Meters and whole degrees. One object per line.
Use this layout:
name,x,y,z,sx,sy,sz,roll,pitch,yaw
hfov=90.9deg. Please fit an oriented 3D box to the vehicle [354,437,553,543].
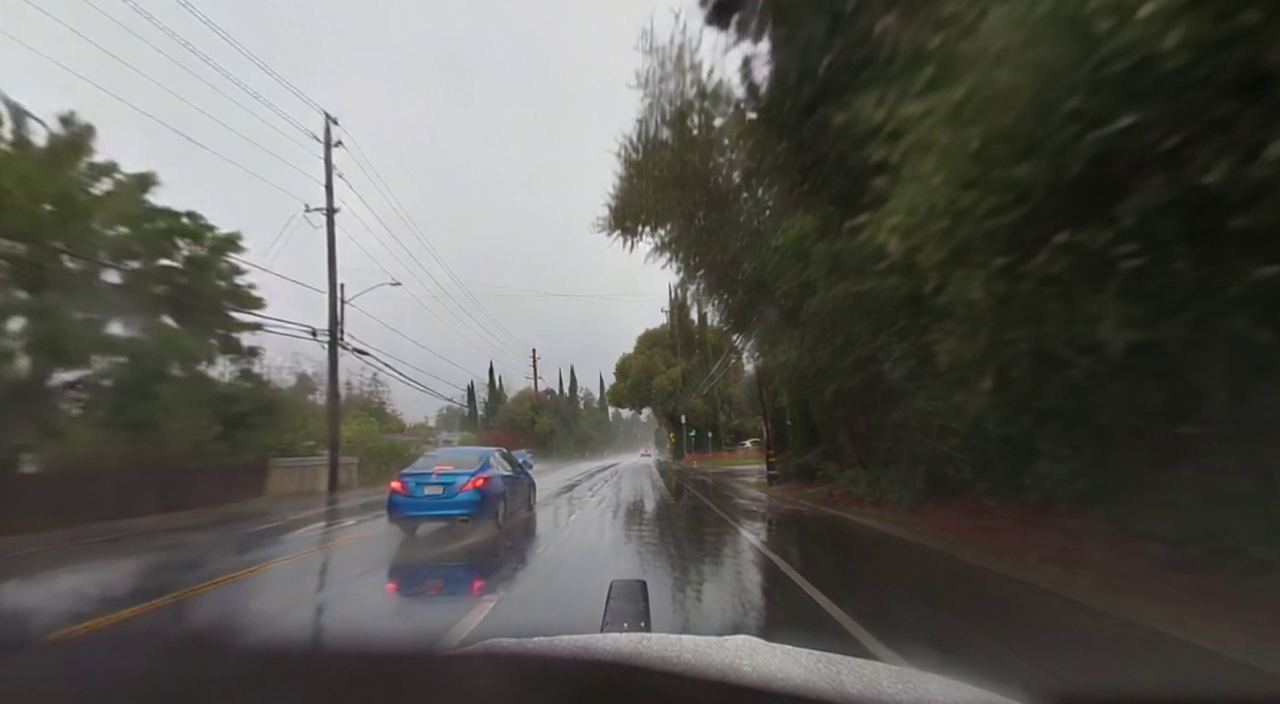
vehicle,-3.074,2.383,11.740,2.085,1.512,5.023,0,-8,1
